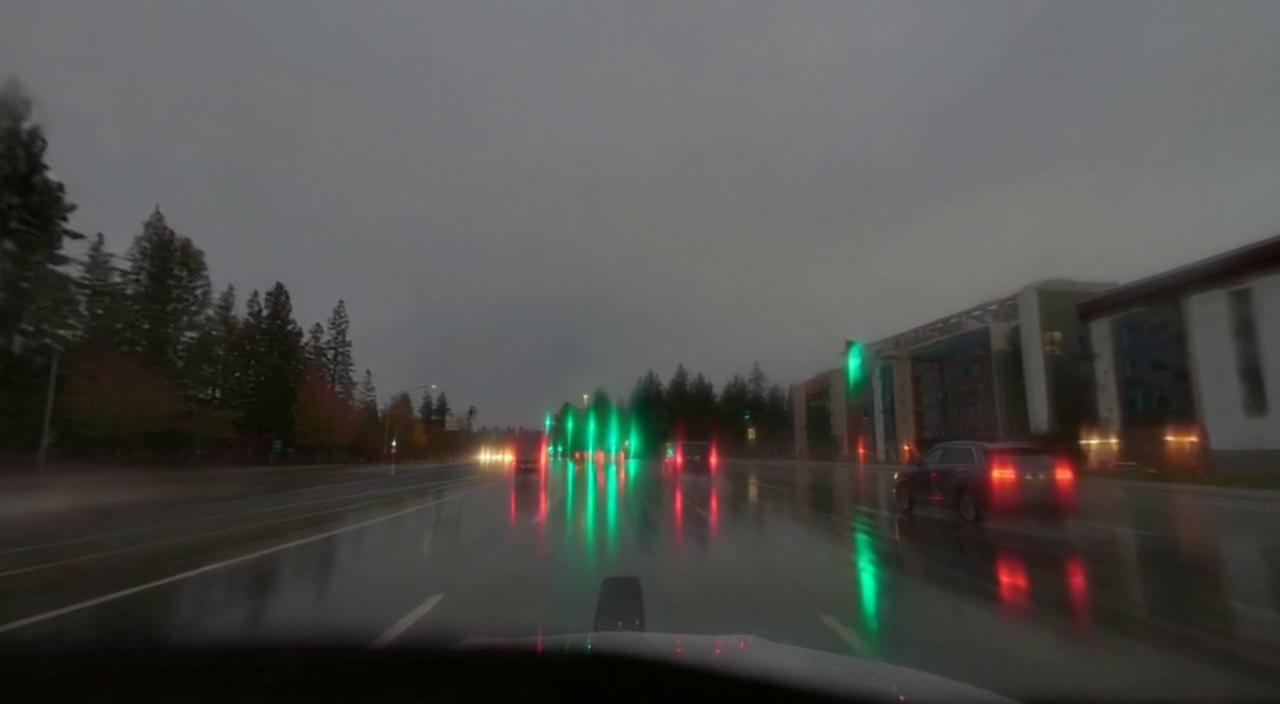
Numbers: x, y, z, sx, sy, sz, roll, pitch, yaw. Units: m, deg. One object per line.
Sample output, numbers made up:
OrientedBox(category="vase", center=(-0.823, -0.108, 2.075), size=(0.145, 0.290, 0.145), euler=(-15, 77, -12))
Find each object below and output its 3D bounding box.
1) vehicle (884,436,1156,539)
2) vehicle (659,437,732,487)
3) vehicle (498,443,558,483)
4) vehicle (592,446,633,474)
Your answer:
OrientedBox(category="vehicle", center=(6.176, 2.214, 11.043), size=(1.945, 1.408, 4.288), euler=(0, -8, -3))
OrientedBox(category="vehicle", center=(2.035, 4.218, 24.569), size=(2.161, 1.716, 4.194), euler=(0, -8, -4))
OrientedBox(category="vehicle", center=(-5.000, 4.980, 28.672), size=(2.172, 1.671, 4.175), euler=(0, -8, -3))
OrientedBox(category="vehicle", center=(-1.685, 6.289, 36.959), size=(2.155, 1.486, 4.403), euler=(1, -8, -5))
